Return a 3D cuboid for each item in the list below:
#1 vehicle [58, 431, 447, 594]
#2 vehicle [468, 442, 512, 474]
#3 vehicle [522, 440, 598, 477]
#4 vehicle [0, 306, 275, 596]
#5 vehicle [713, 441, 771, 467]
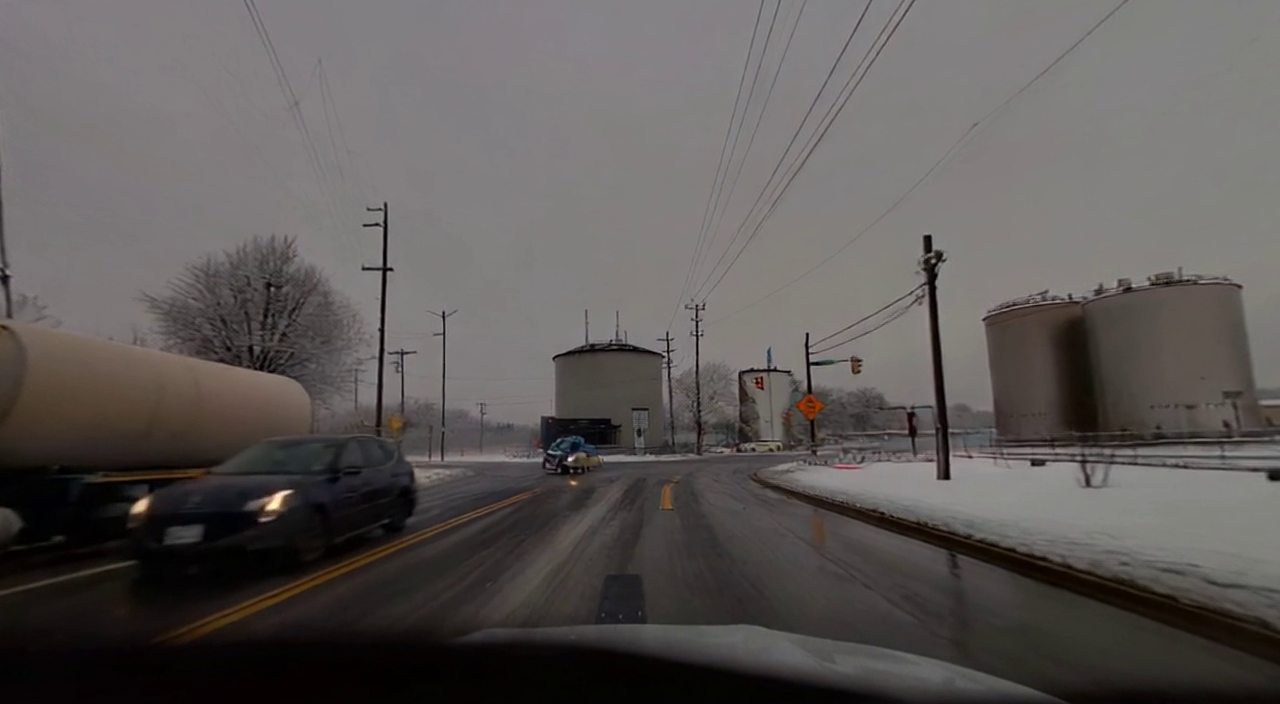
[{"bbox_3d":[-4.295,1.825,8.182,2.117,1.484,4.544,0,-8,1],"label":"vehicle"},{"bbox_3d":[-9.082,6.418,38.525,2.169,1.826,4.755,1,-9,-9],"label":"vehicle"},{"bbox_3d":[-3.750,5.135,30.682,1.944,1.645,4.701,-2,-9,16],"label":"vehicle"},{"bbox_3d":[-8.471,1.284,8.272,2.905,3.133,7.675,0,-8,-2],"label":"vehicle"},{"bbox_3d":[6.110,6.021,37.489,2.053,1.477,4.218,-4,-10,29],"label":"vehicle"}]
